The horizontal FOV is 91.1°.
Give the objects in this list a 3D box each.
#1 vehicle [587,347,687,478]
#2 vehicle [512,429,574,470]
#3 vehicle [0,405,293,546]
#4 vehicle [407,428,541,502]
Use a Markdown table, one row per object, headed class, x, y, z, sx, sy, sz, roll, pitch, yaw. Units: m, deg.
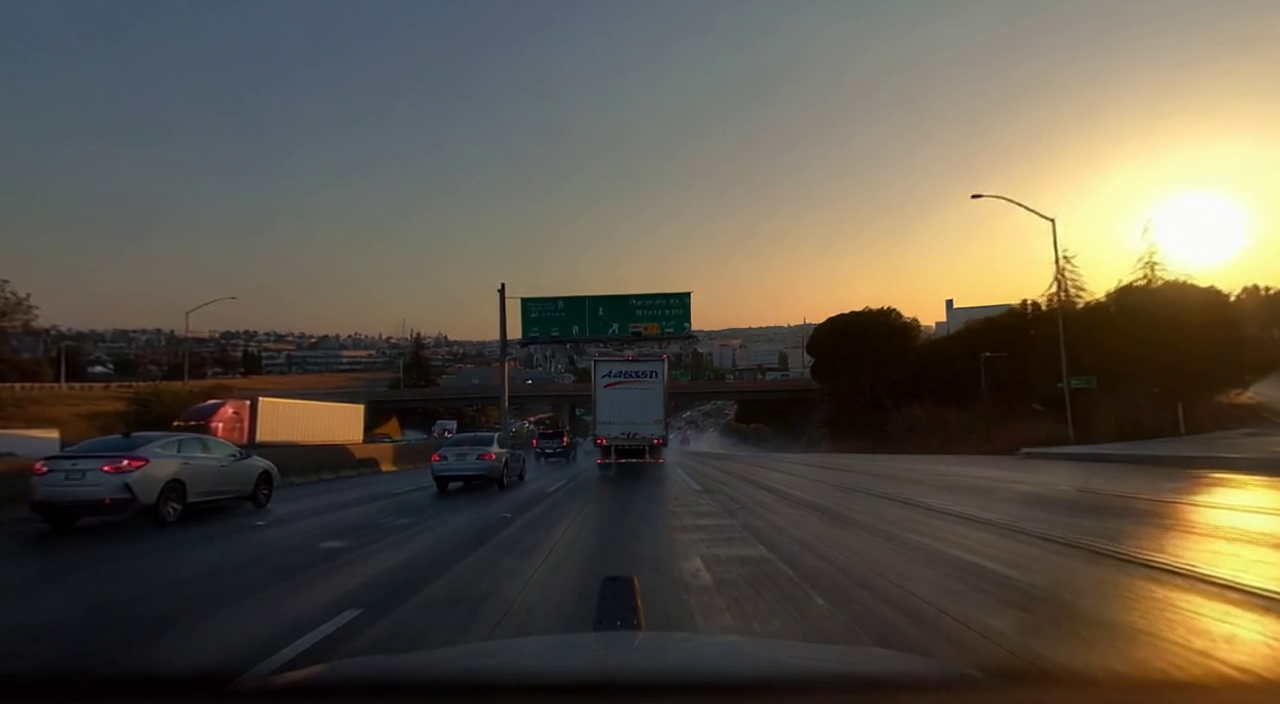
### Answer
| class | x | y | z | sx | sy | sz | roll | pitch | yaw |
| --- | --- | --- | --- | --- | --- | --- | --- | --- | --- |
| vehicle | -0.240 | 2.654 | 25.771 | 3.171 | 4.204 | 11.036 | 0 | -8 | -2 |
| vehicle | -4.010 | 4.096 | 26.759 | 1.946 | 1.599 | 4.073 | 0 | -8 | 1 |
| vehicle | -7.750 | 1.808 | 9.927 | 1.998 | 1.698 | 4.461 | 0 | -8 | -1 |
| vehicle | -3.753 | 2.611 | 15.088 | 1.964 | 1.507 | 4.361 | 0 | -8 | 1 |
